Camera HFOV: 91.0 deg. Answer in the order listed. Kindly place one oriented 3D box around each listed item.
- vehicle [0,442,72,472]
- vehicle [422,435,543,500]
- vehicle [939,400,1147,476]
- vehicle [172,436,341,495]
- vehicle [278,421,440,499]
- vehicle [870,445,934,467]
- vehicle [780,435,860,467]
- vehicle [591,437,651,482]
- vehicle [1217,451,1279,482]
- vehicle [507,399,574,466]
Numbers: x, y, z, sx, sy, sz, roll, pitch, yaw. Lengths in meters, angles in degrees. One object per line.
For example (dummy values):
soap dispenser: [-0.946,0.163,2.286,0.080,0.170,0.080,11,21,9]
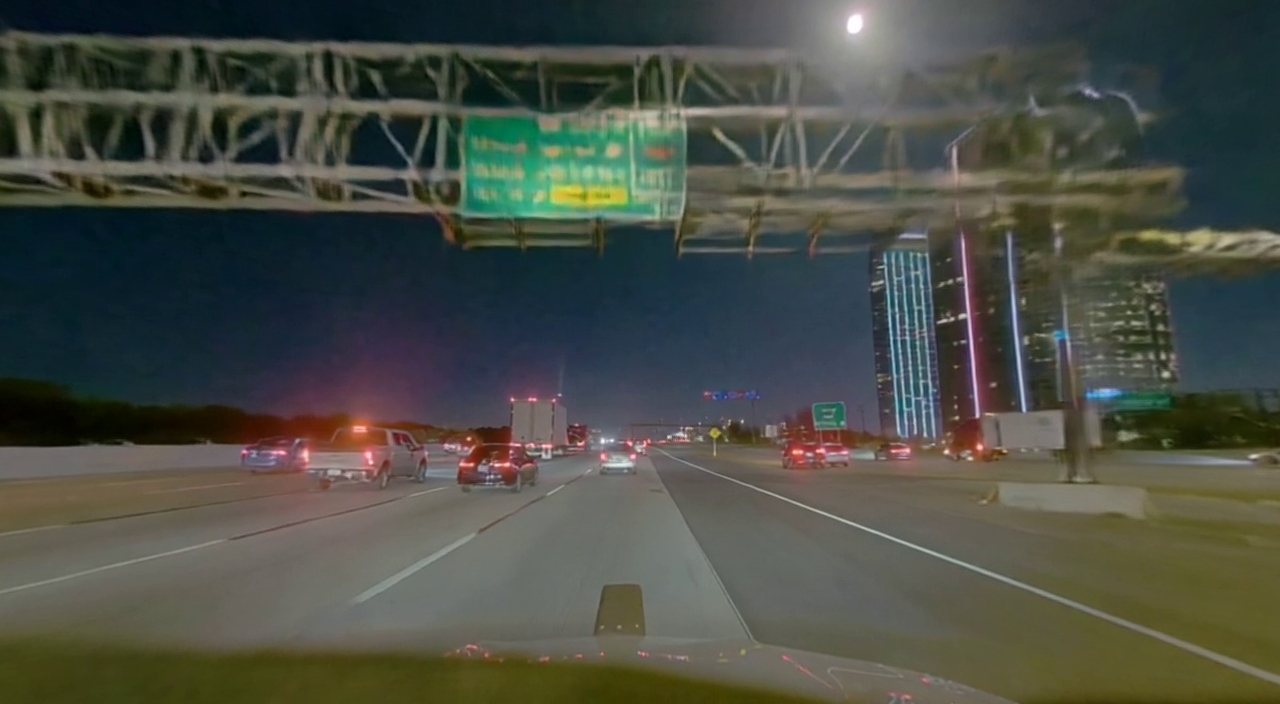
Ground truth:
vehicle: [-37.257,6.249,37.768,1.955,1.667,4.683,0,-9,-1]
vehicle: [-4.005,3.006,16.810,2.016,1.497,4.235,0,-9,2]
vehicle: [23.069,5.055,36.700,3.015,3.855,9.519,8,-12,-43]
vehicle: [-11.070,3.291,18.701,1.987,1.495,4.710,0,-8,1]
vehicle: [-7.493,2.938,17.483,2.190,1.821,4.800,0,-8,1]
vehicle: [19.005,7.544,45.935,1.902,1.494,4.239,3,-9,-19]
vehicle: [12.096,6.699,42.738,2.415,1.972,5.572,3,-9,-19]
vehicle: [-0.635,3.895,23.003,1.991,1.488,3.922,0,-9,0]
vehicle: [32.808,5.875,32.332,4.258,1.498,1.904,-1,-9,5]
vehicle: [-5.459,4.694,36.010,2.955,3.359,8.322,1,-9,-4]
